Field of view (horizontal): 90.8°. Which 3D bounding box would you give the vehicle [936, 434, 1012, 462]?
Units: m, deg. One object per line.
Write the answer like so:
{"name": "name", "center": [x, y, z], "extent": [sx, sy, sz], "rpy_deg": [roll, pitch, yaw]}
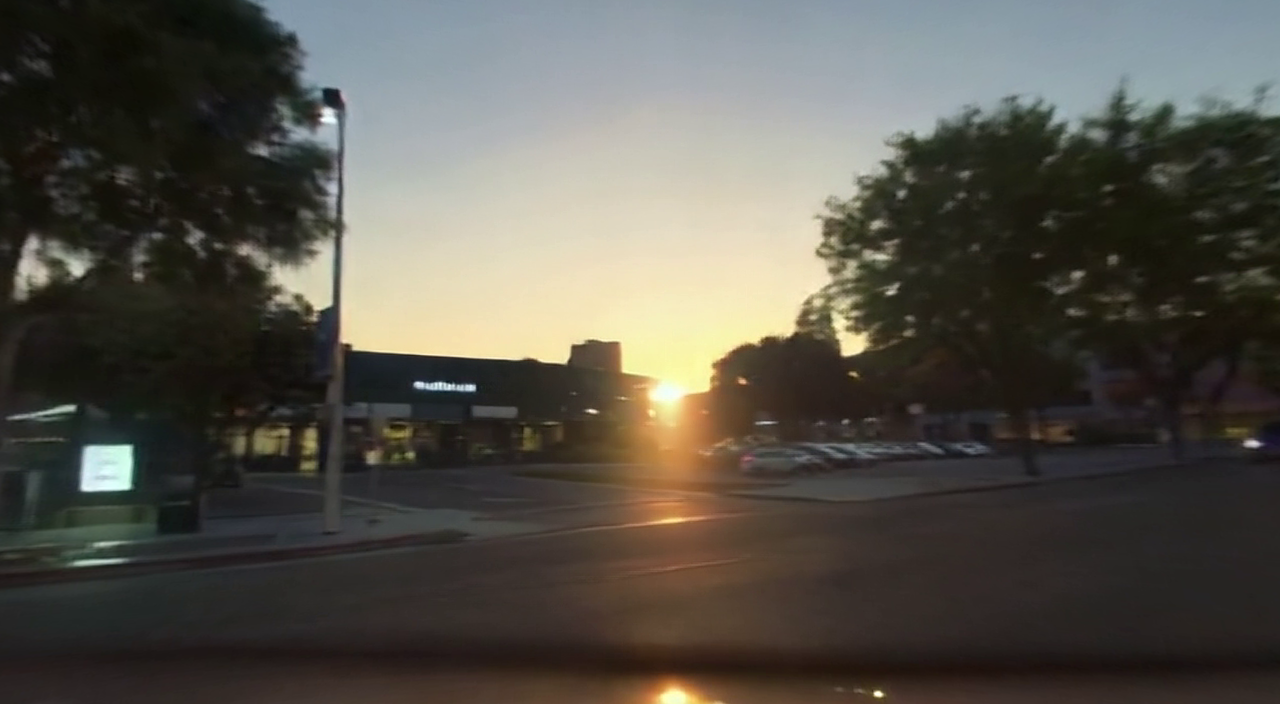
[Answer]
{"name": "vehicle", "center": [22.188, 6.424, 42.265], "extent": [2.112, 1.719, 5.483], "rpy_deg": [0, -8, 0]}

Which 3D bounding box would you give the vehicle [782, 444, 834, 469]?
{"name": "vehicle", "center": [11.056, 6.903, 41.992], "extent": [2.121, 1.541, 5.124], "rpy_deg": [0, -8, 1]}

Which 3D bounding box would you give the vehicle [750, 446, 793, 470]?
{"name": "vehicle", "center": [8.613, 6.977, 41.756], "extent": [2.130, 1.458, 4.157], "rpy_deg": [-1, -9, 3]}

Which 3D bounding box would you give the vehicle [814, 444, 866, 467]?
{"name": "vehicle", "center": [14.015, 7.260, 44.552], "extent": [2.102, 1.541, 4.416], "rpy_deg": [0, -8, -1]}

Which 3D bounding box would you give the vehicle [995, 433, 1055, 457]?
{"name": "vehicle", "center": [27.769, 6.770, 45.717], "extent": [1.858, 1.485, 3.786], "rpy_deg": [-2, -11, 0]}

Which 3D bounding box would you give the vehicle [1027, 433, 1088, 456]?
{"name": "vehicle", "center": [30.612, 6.835, 46.425], "extent": [1.856, 1.463, 3.746], "rpy_deg": [-2, -10, 0]}
